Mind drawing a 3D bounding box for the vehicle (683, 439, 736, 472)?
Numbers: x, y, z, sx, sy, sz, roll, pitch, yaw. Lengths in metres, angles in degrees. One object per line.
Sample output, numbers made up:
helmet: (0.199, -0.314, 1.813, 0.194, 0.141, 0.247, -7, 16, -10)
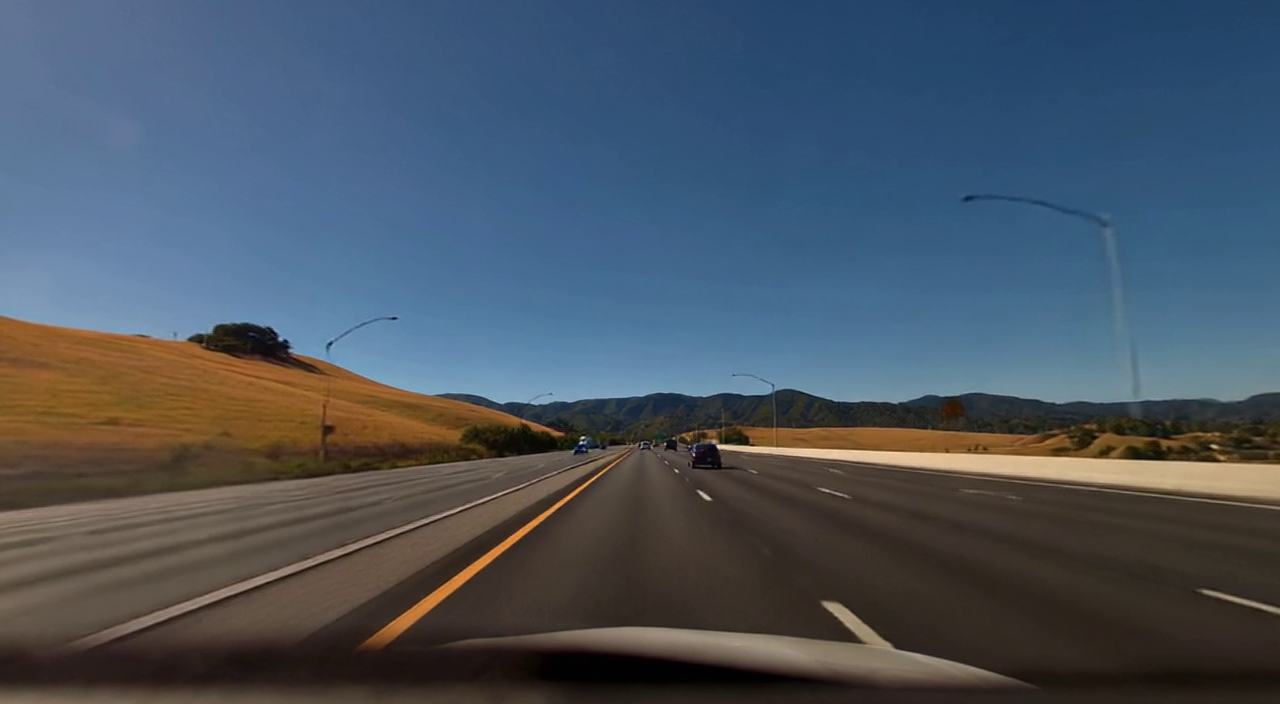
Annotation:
vehicle: (3.208, 4.882, 30.020, 2.044, 1.444, 4.216, 0, -8, 0)
